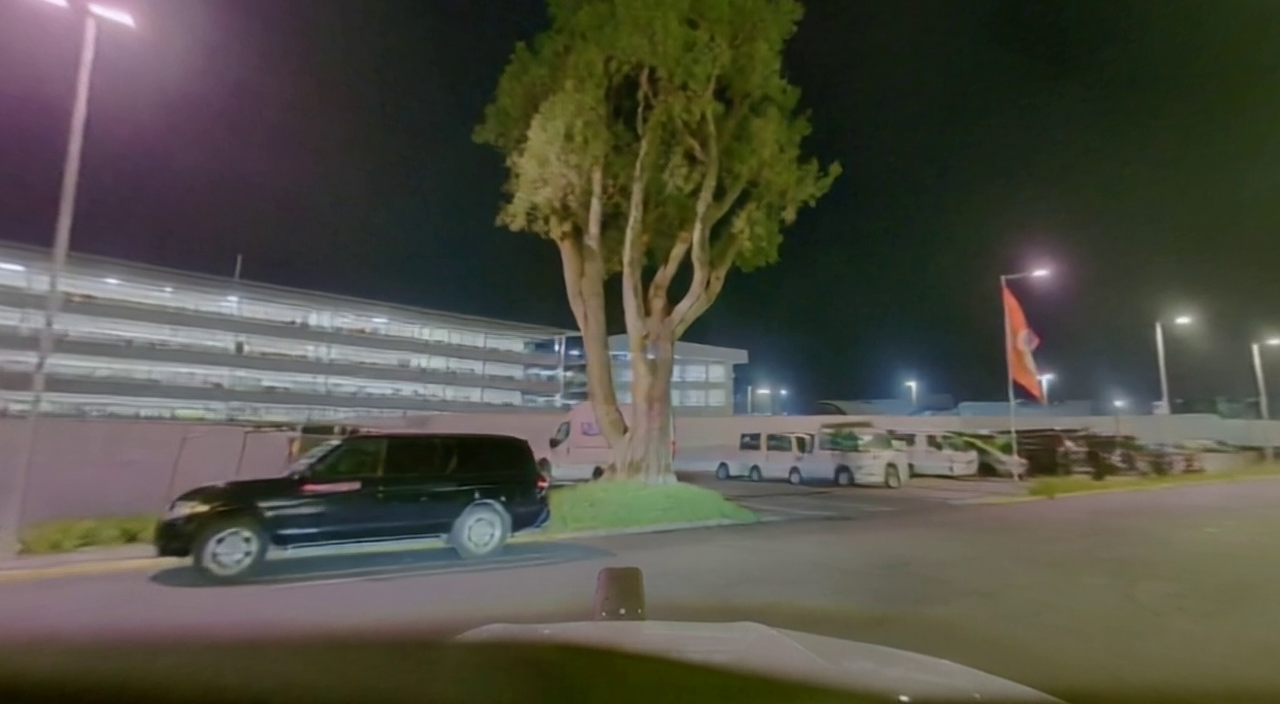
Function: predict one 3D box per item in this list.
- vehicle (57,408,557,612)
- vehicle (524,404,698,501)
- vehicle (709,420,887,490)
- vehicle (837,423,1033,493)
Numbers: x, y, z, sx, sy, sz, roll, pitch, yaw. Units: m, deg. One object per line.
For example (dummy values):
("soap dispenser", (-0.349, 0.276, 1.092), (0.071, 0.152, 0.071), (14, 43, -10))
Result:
("vehicle", (-3.811, 1.794, 8.148), (4.992, 1.894, 2.043), (5, -9, -31))
("vehicle", (-1.096, 2.880, 18.354), (2.491, 2.324, 5.986), (5, -10, -30))
("vehicle", (5.385, 3.657, 22.924), (2.228, 2.126, 6.632), (3, -8, -29))
("vehicle", (10.866, 3.936, 24.070), (2.242, 2.227, 6.505), (3, -8, -30))
